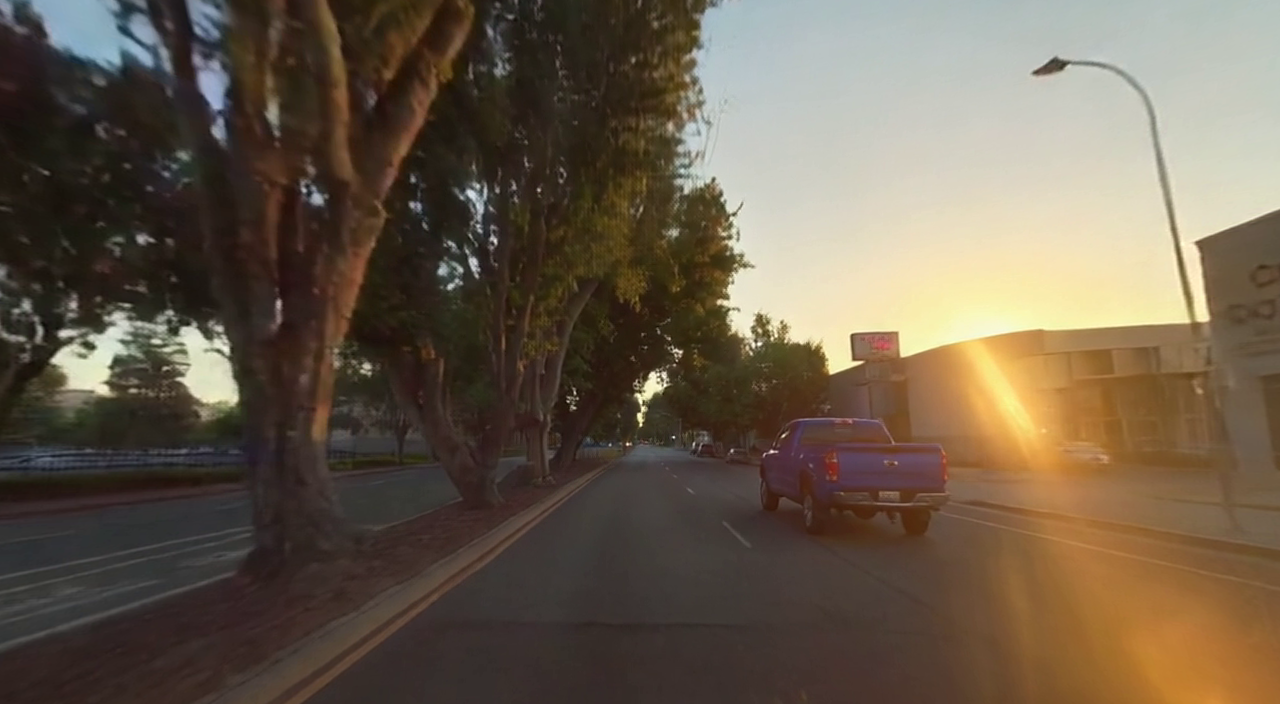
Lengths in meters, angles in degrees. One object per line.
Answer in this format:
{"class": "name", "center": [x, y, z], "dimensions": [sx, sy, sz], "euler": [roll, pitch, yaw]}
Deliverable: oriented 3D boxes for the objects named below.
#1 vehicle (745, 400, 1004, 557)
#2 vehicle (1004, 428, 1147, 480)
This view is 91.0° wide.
{"class": "vehicle", "center": [3.217, 1.889, 10.169], "dimensions": [2.085, 1.828, 5.383], "euler": [0, -8, 0]}
{"class": "vehicle", "center": [15.995, 3.767, 23.504], "dimensions": [1.952, 1.691, 4.743], "euler": [0, -8, 0]}
